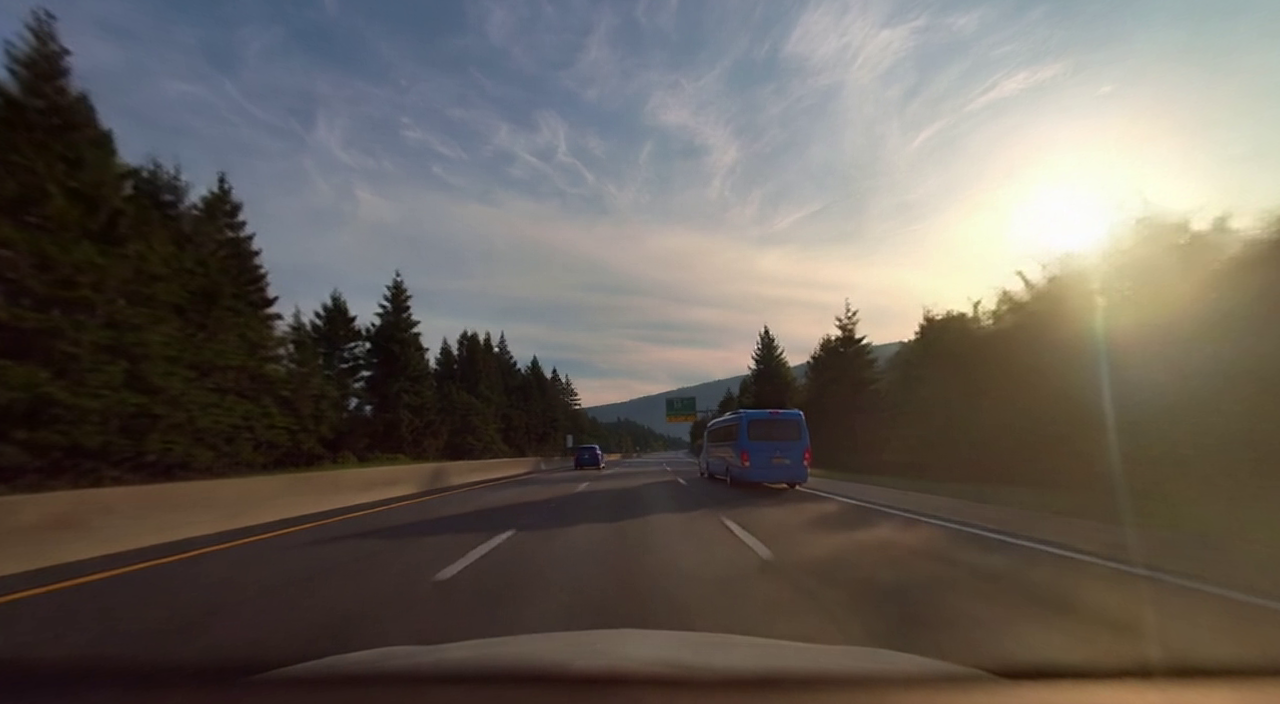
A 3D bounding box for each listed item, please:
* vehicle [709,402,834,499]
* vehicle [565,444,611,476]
[{"bbox_3d":[4.009,3.234,20.764,2.614,2.655,6.429,0,-9,-1],"label":"vehicle"},{"bbox_3d":[-2.764,5.839,34.346,2.020,1.619,4.690,0,-9,1],"label":"vehicle"}]
